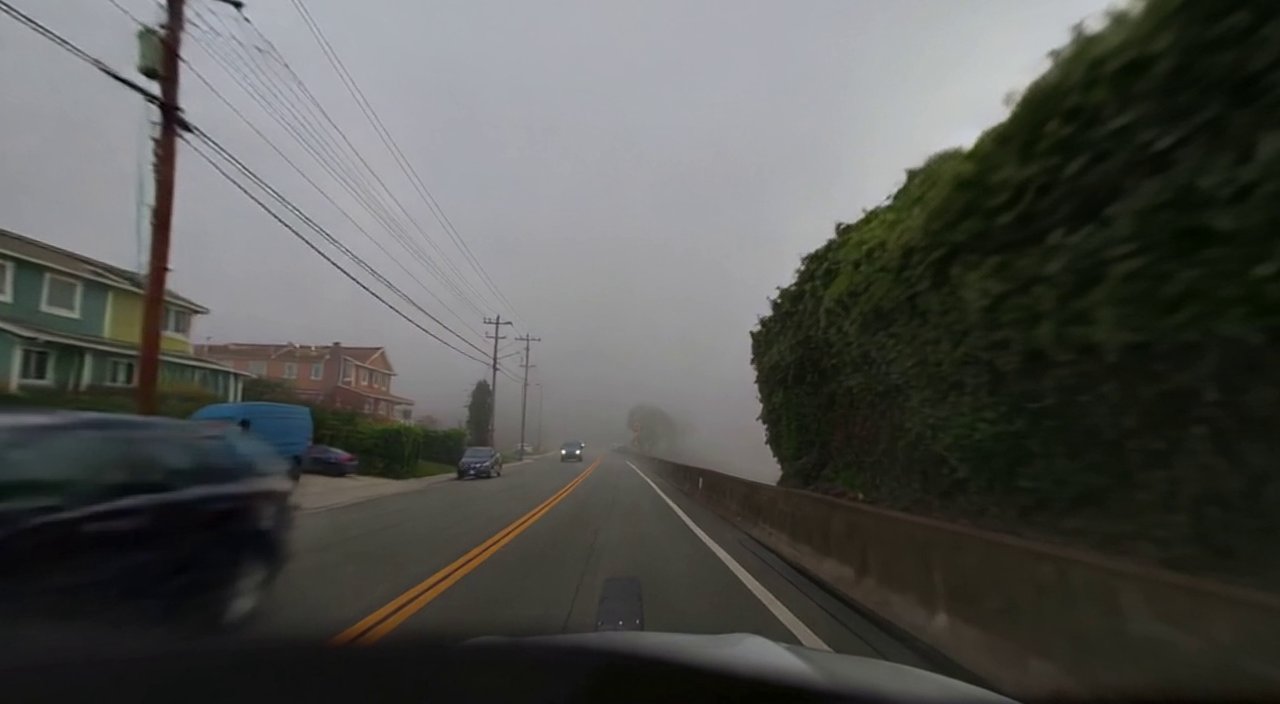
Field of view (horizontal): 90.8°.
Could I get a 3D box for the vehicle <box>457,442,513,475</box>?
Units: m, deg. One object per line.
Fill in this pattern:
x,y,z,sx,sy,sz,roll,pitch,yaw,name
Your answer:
-7.804,5.410,32.257,1.863,1.522,4.901,0,-9,-3,vehicle

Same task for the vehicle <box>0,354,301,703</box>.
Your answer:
-3.657,0.863,2.543,2.103,1.690,4.508,0,-8,-1,vehicle
